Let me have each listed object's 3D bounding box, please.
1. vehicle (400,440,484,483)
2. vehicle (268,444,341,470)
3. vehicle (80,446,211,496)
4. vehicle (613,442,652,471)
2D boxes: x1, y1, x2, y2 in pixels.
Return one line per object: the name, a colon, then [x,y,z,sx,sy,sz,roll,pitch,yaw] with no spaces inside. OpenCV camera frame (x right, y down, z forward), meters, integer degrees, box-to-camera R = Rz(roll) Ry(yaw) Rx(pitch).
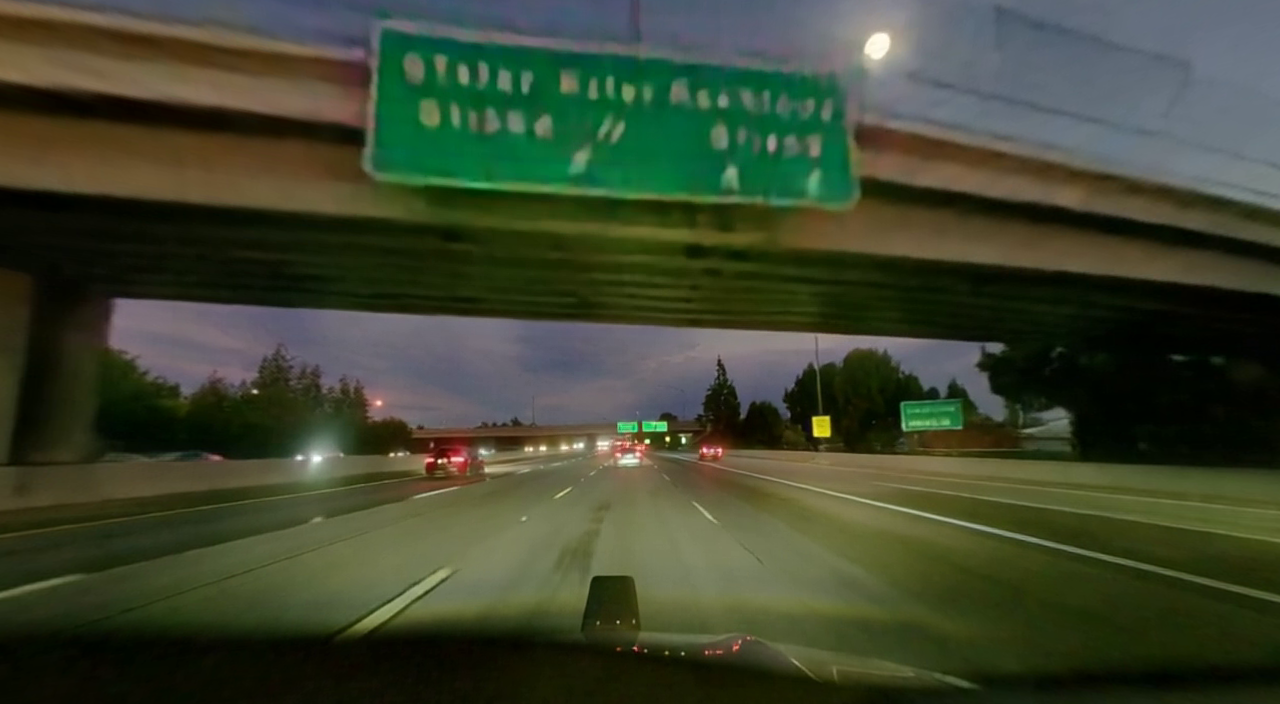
vehicle: [-7.726,4.291,25.087,1.957,1.554,4.350,0,-8,-1]
vehicle: [-24.113,7.543,45.713,2.331,1.753,5.521,0,-8,0]
vehicle: [-20.425,4.885,26.384,2.021,1.788,4.335,1,-8,-2]
vehicle: [-0.483,5.731,34.775,2.012,1.471,4.059,0,-8,-2]
